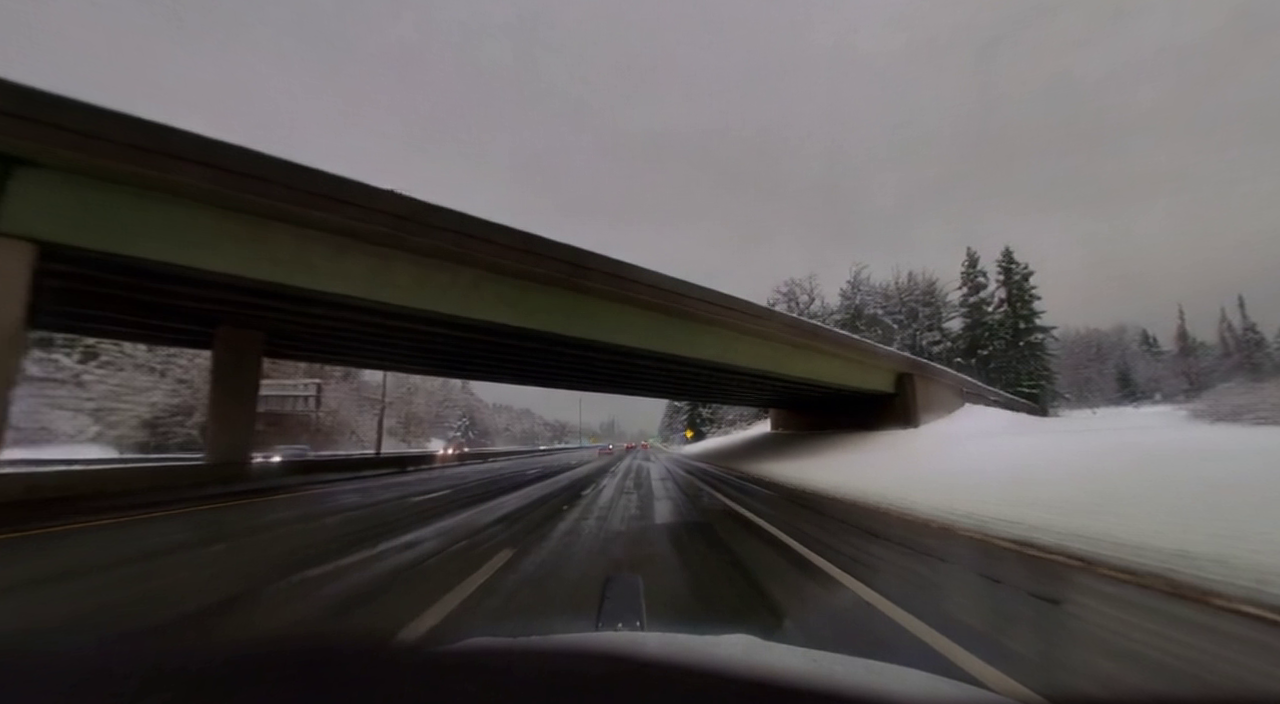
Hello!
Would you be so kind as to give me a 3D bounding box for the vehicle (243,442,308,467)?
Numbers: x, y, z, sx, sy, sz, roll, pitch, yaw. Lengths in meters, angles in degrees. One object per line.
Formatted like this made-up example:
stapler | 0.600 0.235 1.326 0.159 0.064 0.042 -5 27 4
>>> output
vehicle | -27.240 7.652 47.243 2.011 1.754 4.720 0 -9 0
